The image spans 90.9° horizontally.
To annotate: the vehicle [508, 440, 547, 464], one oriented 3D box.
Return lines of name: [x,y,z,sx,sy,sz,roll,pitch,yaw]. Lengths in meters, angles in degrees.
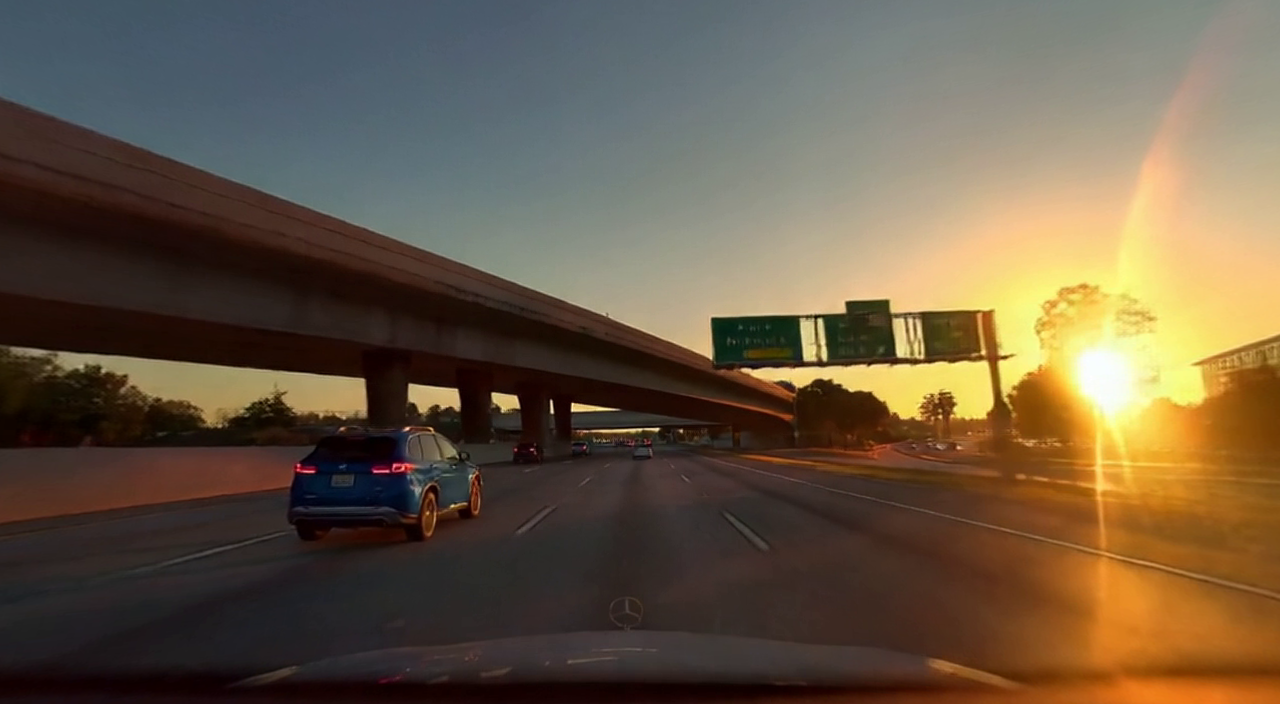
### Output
vehicle: [-7.798,6.966,43.980,1.871,1.542,4.371,0,-8,0]

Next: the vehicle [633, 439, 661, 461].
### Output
vehicle: [0.496,7.537,48.747,2.023,1.589,4.030,0,-8,-1]

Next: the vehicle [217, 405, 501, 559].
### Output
vehicle: [-3.760,1.835,9.598,2.214,1.759,4.435,-1,-8,1]
